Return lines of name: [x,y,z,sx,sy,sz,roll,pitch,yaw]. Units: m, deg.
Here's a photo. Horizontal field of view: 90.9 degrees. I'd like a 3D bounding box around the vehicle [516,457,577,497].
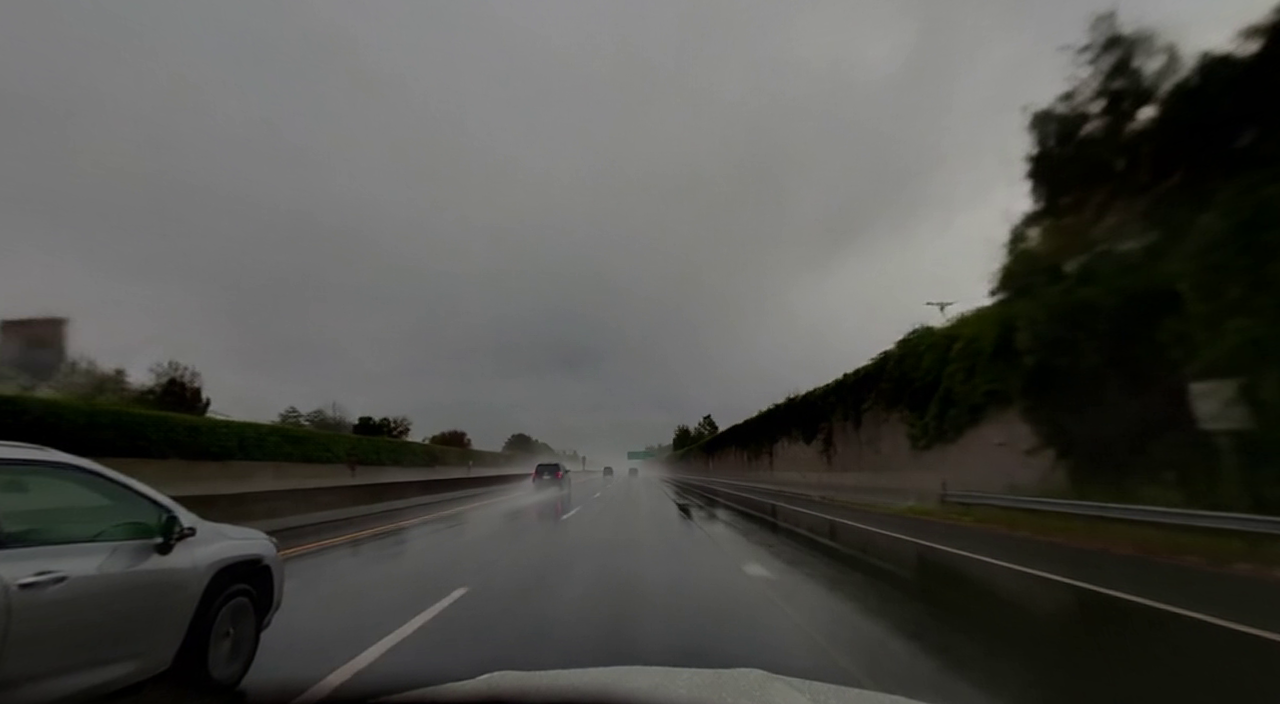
vehicle: [-4.419,5.999,30.498,2.178,1.736,4.847,1,-10,0]
